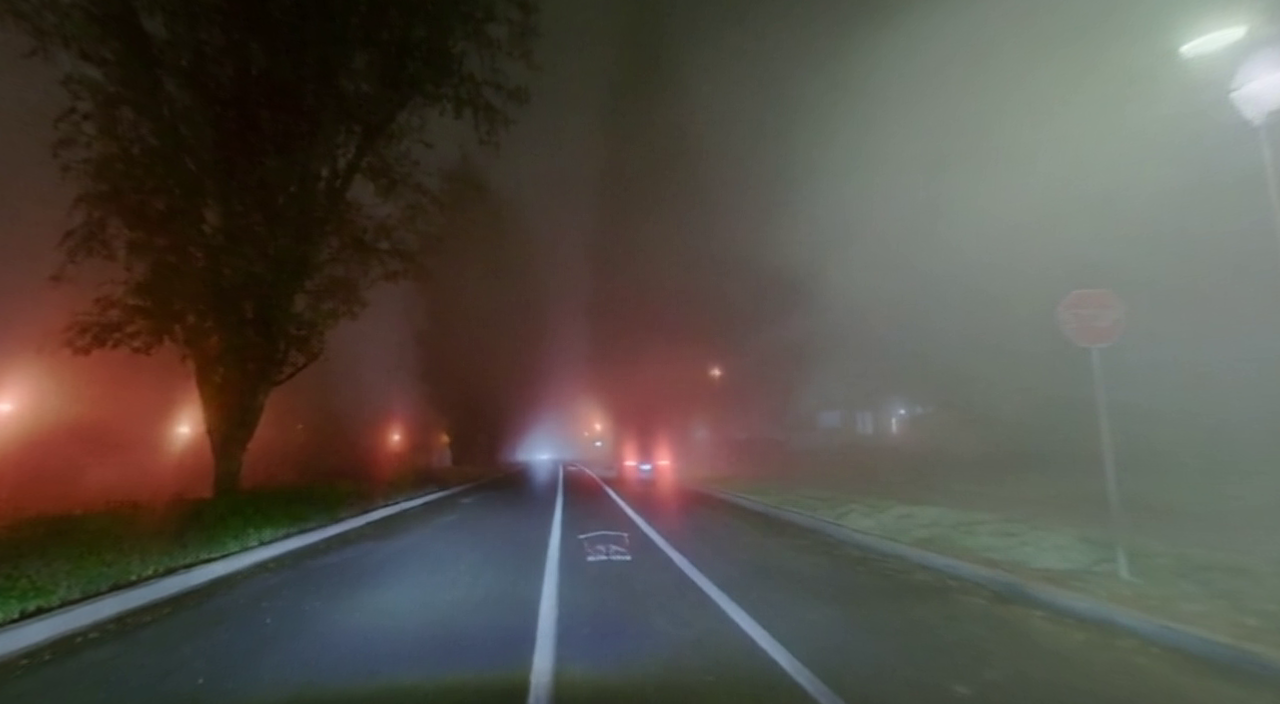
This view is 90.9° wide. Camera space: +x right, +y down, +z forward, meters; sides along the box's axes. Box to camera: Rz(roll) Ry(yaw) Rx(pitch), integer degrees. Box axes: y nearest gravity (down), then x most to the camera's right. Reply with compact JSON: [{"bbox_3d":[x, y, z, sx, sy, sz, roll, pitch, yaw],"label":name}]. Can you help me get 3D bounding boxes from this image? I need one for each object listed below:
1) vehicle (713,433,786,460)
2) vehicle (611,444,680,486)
[{"bbox_3d":[6.396,5.532,37.025,3.827,1.512,1.855,1,-8,-8],"label":"vehicle"},{"bbox_3d":[0.125,4.492,25.528,1.979,1.524,4.578,1,-8,-10],"label":"vehicle"}]
